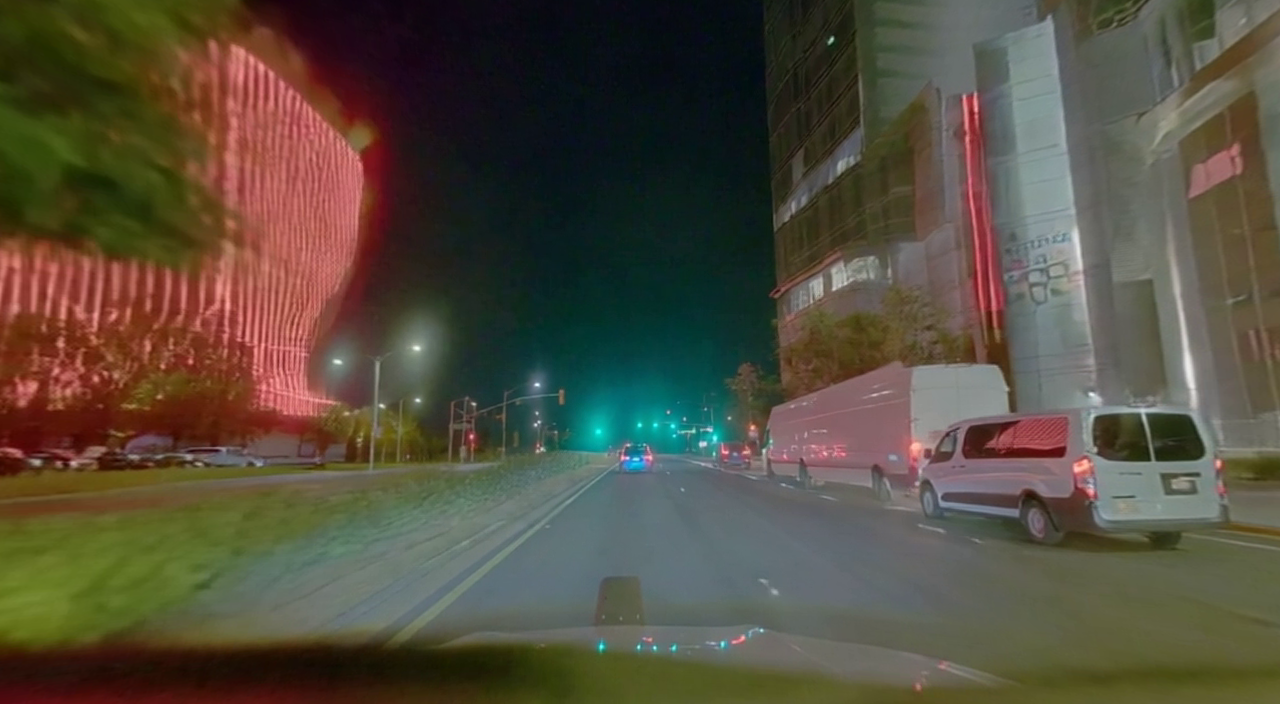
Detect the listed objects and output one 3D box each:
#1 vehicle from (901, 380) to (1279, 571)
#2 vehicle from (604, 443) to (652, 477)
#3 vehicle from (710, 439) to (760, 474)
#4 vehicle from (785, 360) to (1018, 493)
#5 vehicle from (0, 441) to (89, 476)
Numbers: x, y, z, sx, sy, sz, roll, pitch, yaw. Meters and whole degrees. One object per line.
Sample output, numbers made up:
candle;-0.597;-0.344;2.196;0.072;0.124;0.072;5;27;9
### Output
vehicle;6.644;1.778;9.935;2.573;2.127;5.568;0;-8;-1
vehicle;-0.535;5.025;29.593;2.095;1.456;3.873;0;-8;-1
vehicle;4.932;5.458;33.277;2.047;1.711;4.265;0;-8;1
vehicle;10.020;3.514;28.038;2.960;4.109;16.764;0;-8;-1
vehicle;-29.241;4.955;29.682;4.624;1.556;2.207;0;-8;0
